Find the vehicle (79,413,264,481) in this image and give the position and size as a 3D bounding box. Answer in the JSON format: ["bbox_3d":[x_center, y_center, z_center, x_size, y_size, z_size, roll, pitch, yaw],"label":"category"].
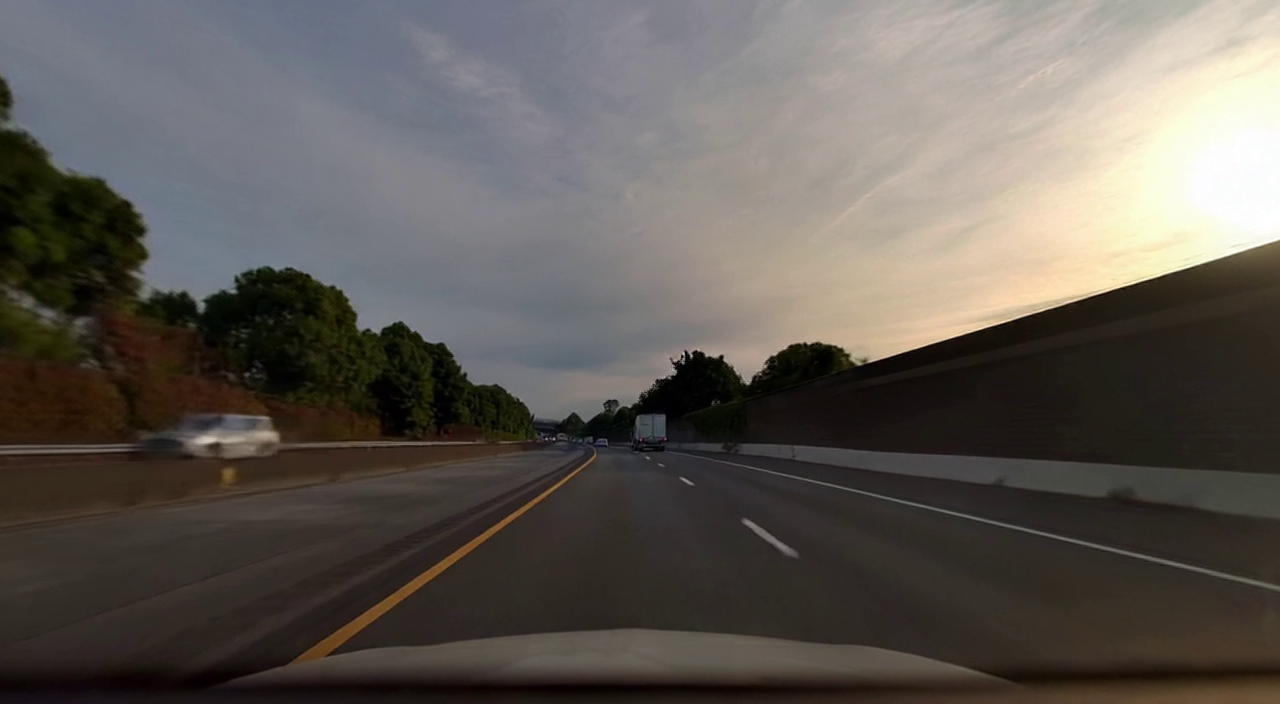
[{"bbox_3d":[-12.209,2.524,16.827,1.829,1.570,4.180,0,-8,-3],"label":"vehicle"}]
